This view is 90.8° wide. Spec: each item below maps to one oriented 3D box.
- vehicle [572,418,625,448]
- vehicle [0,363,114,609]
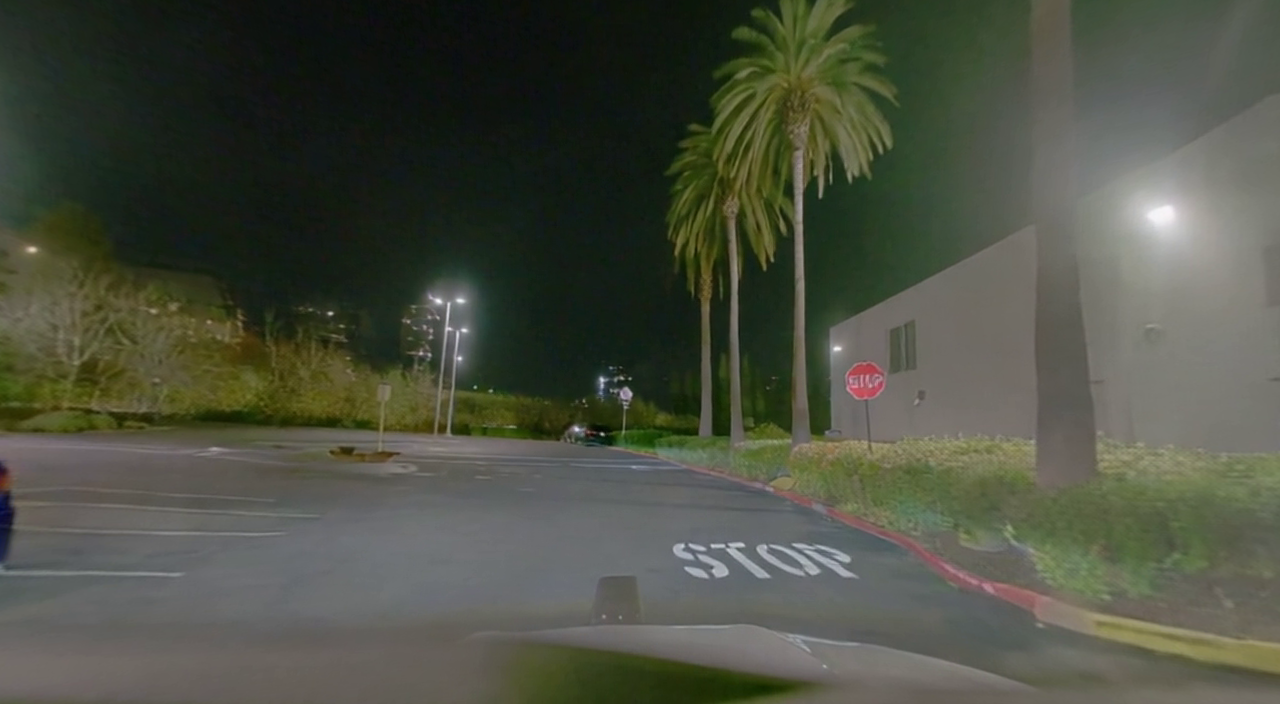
[{"bbox_3d":[-2.580,4.953,38.237,2.071,1.700,4.367,3,-9,-19],"label":"vehicle"},{"bbox_3d":[-6.661,0.922,4.385,4.615,1.642,1.978,-2,-8,10],"label":"vehicle"}]
